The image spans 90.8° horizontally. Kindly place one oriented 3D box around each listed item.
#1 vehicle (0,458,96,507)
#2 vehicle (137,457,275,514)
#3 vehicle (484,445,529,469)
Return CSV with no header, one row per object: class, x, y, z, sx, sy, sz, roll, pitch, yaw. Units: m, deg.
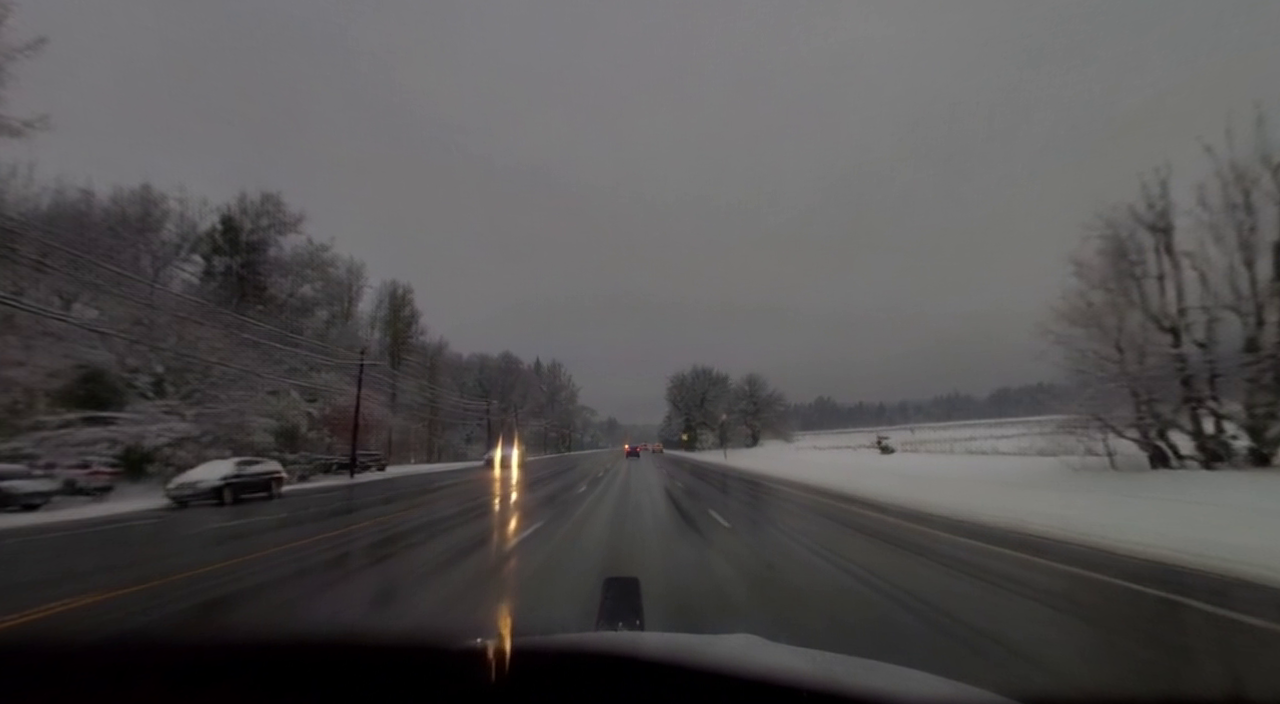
vehicle,-21.450,4.368,21.311,1.916,1.482,4.789,0,-9,1
vehicle,-14.638,4.475,21.657,1.896,1.486,4.285,-4,-8,-2
vehicle,-9.958,7.848,47.475,2.365,1.697,4.391,0,-9,0
